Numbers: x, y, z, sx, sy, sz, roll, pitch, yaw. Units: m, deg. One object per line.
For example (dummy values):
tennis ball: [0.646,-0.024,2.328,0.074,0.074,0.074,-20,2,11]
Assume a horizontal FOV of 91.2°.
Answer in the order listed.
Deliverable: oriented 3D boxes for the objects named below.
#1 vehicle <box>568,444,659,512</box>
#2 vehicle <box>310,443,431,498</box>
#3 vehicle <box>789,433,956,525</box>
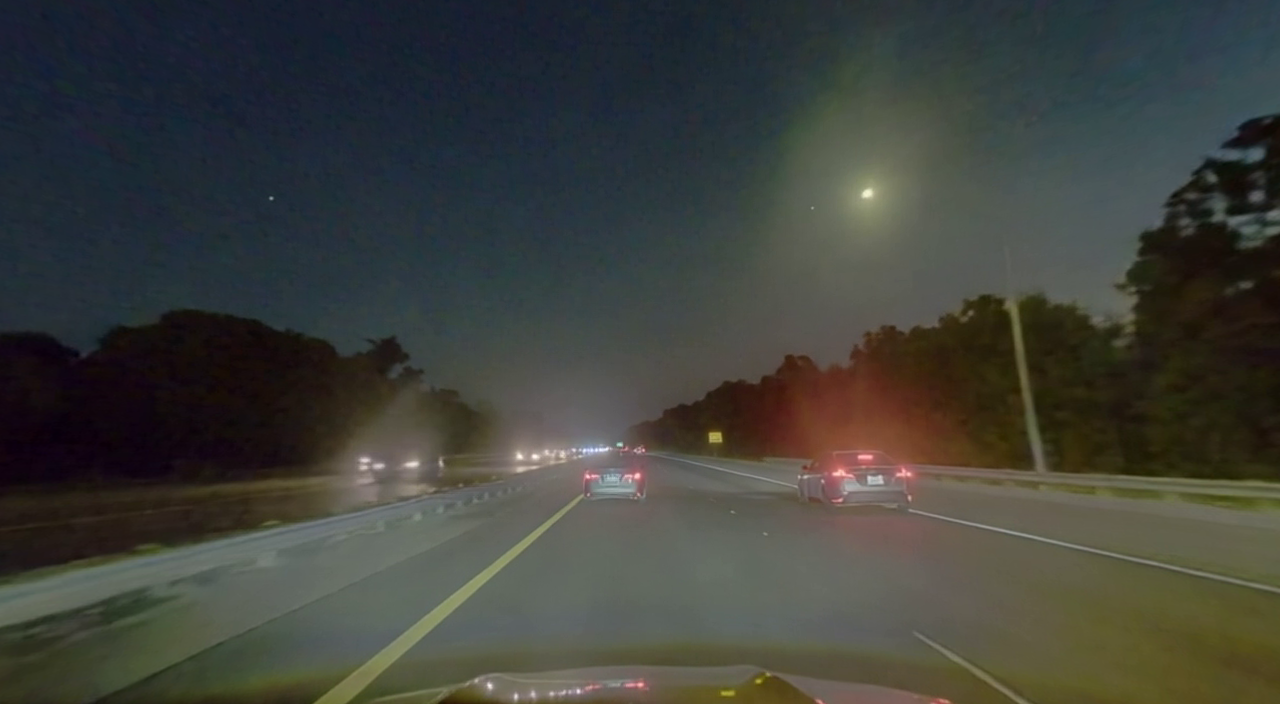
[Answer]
vehicle: [-0.602,3.118,16.026,2.013,1.479,4.169,0,-9,0]
vehicle: [-8.423,3.717,20.075,1.883,1.531,4.526,0,-9,0]
vehicle: [4.461,2.491,12.718,1.910,1.554,3.718,0,-9,-1]
